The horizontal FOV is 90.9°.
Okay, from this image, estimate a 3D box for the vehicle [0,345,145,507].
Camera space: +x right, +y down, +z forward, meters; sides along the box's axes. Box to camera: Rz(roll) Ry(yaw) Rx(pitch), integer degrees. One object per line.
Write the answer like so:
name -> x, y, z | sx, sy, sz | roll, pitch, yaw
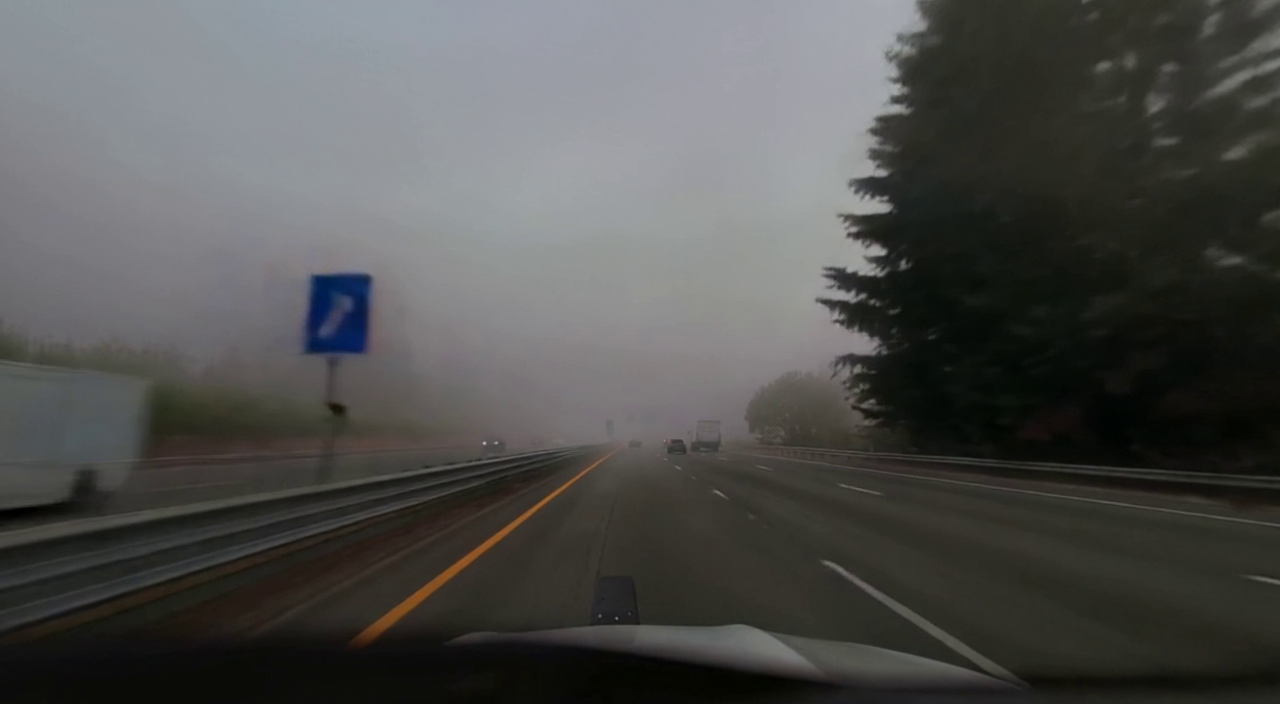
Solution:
vehicle -> -12.708, 1.338, 11.363 | 2.310, 2.895, 6.410 | 0, -8, 0
